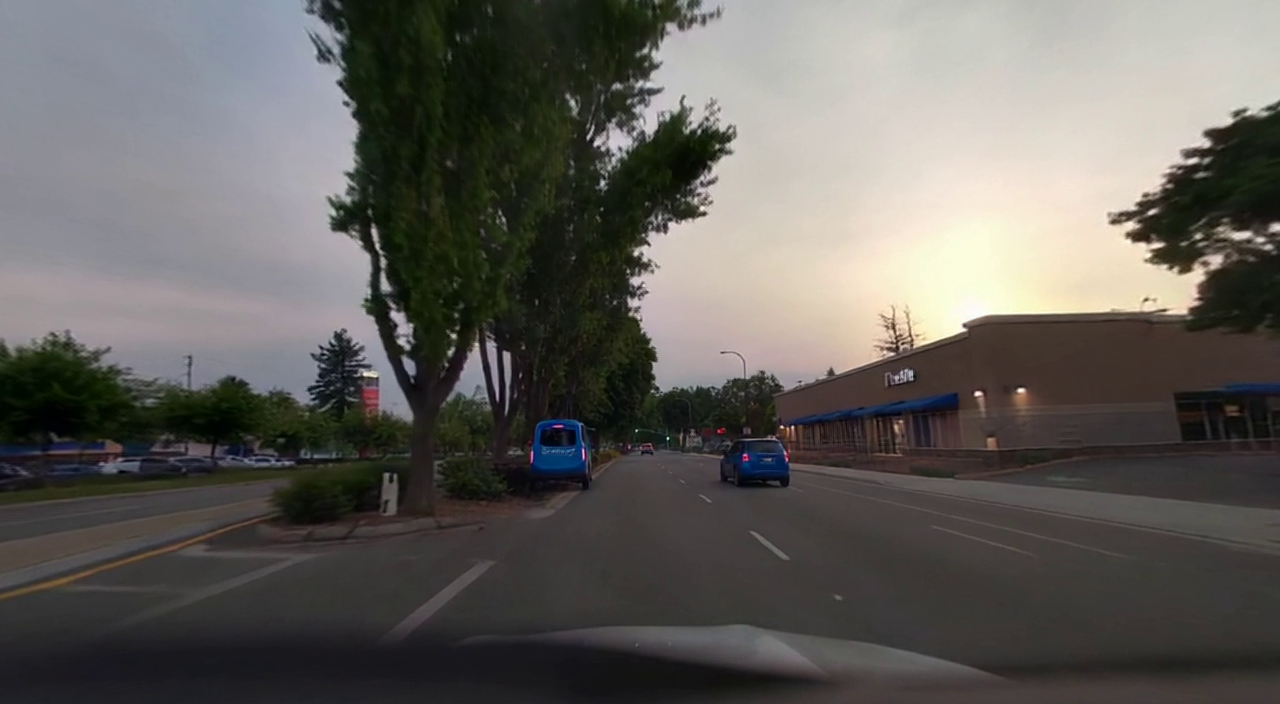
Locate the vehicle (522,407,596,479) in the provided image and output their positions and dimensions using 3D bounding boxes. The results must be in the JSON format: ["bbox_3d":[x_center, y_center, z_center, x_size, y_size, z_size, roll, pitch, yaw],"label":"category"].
[{"bbox_3d":[-3.354,3.973,27.610,2.443,2.784,5.862,0,-9,0],"label":"vehicle"}]

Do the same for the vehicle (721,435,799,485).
[{"bbox_3d":[4.207,3.871,22.909,1.869,1.646,4.166,0,-9,-2],"label":"vehicle"}]

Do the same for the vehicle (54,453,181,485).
[{"bbox_3d":[-31.915,7.149,38.881,5.692,1.725,2.144,5,-10,-33],"label":"vehicle"}]
